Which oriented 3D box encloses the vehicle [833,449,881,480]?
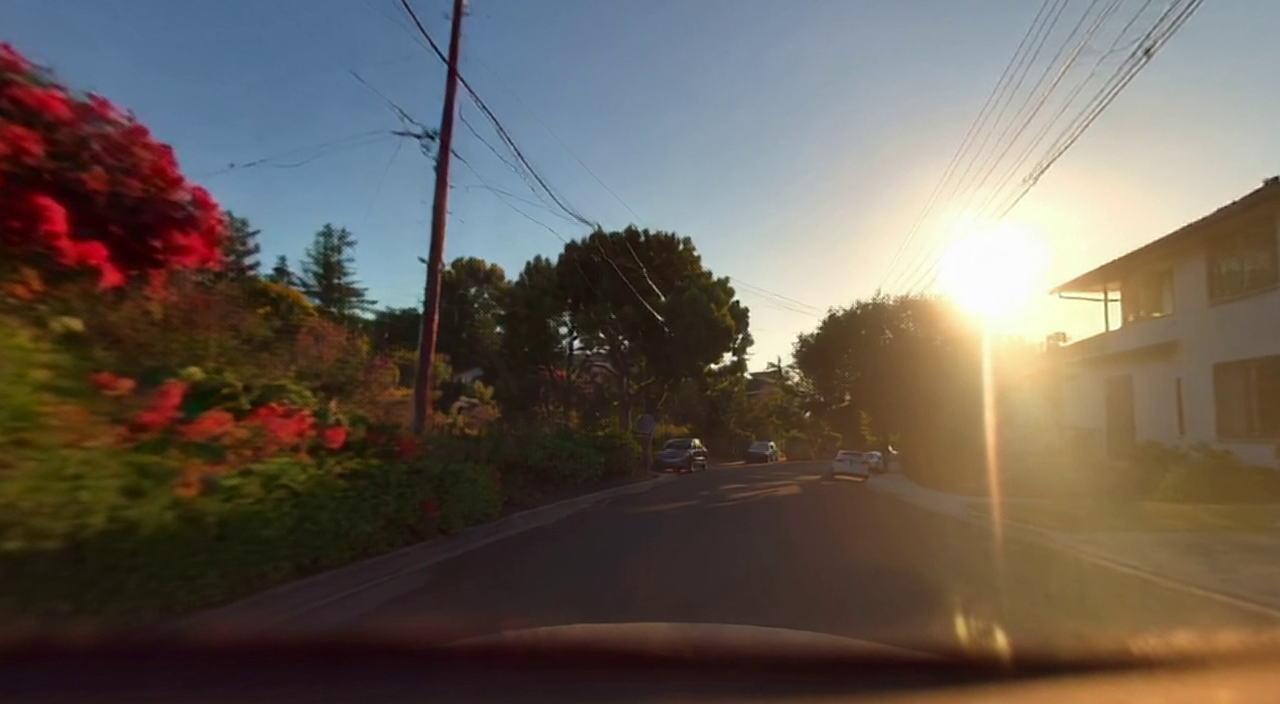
[{"bbox_3d":[11.473,5.908,33.607,2.151,1.468,5.066,-3,-9,17],"label":"vehicle"}]
